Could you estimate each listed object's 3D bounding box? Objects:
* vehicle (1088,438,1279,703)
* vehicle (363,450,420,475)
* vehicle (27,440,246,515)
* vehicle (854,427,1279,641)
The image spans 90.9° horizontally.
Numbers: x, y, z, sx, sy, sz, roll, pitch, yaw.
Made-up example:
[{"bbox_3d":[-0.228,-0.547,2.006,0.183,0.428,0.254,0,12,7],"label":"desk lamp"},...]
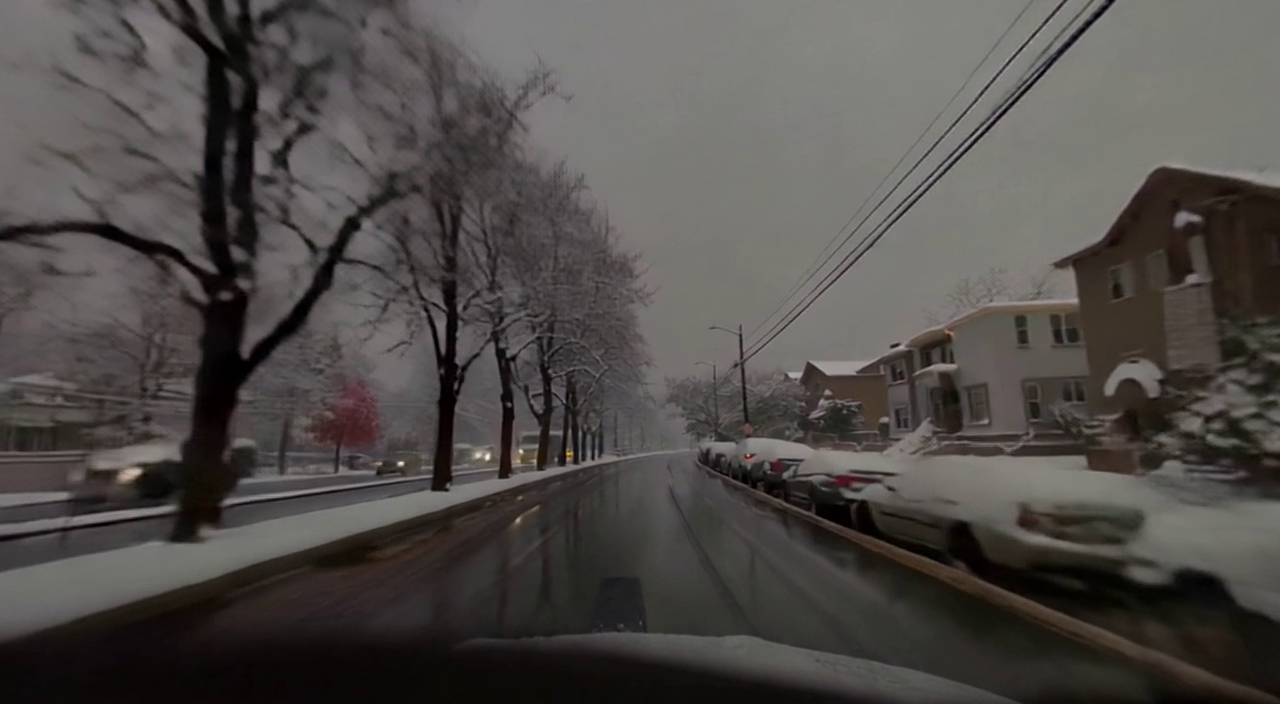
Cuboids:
[{"bbox_3d":[4.068,0.966,2.020,1.833,1.399,4.727,-1,-8,1],"label":"vehicle"},{"bbox_3d":[-18.013,7.982,45.930,1.965,1.640,4.665,-1,-8,4],"label":"vehicle"},{"bbox_3d":[-13.143,3.253,16.954,2.045,1.712,4.511,-1,-8,2],"label":"vehicle"},{"bbox_3d":[4.099,1.629,6.751,2.023,1.525,4.158,0,-8,-2],"label":"vehicle"}]
